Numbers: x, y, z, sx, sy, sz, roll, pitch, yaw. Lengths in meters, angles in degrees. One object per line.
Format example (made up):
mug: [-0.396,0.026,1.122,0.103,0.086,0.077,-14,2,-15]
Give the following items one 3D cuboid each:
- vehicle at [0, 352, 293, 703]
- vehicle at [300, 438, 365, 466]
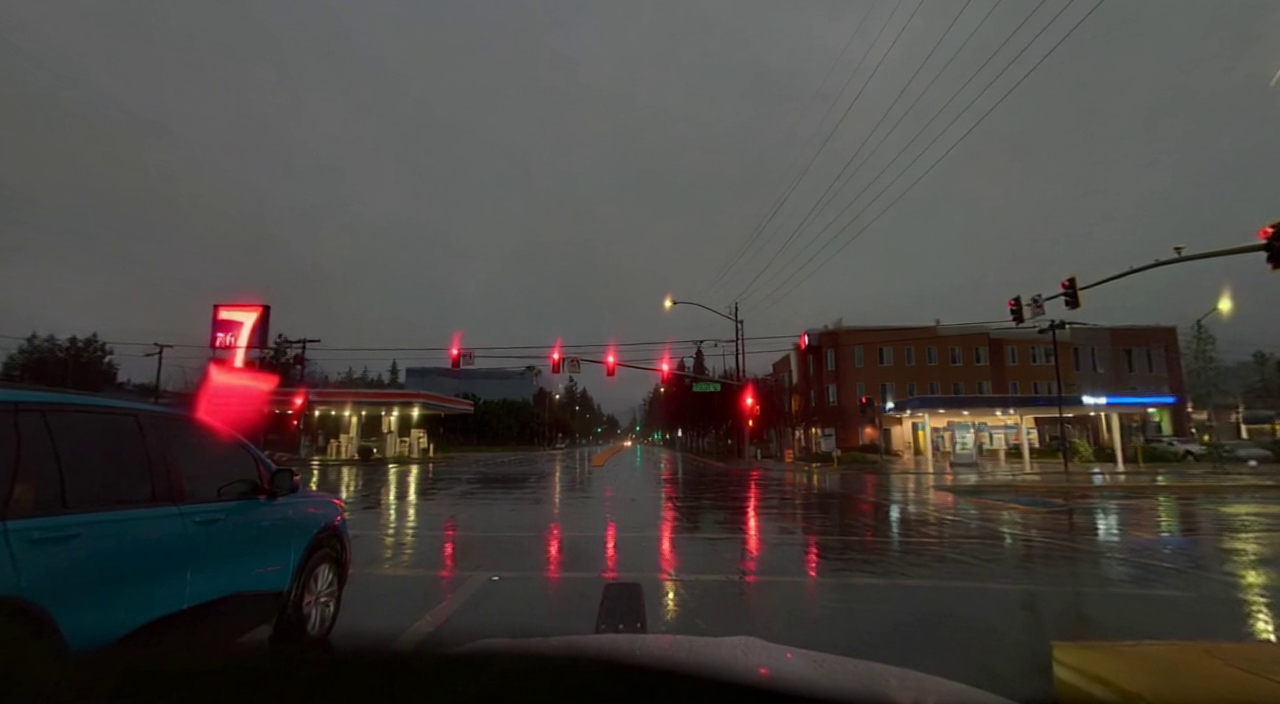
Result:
vehicle: [-3.423,0.806,2.038,2.053,1.690,4.364,0,-9,0]
vehicle: [-20.465,6.679,42.145,2.004,1.699,4.486,0,-9,1]
